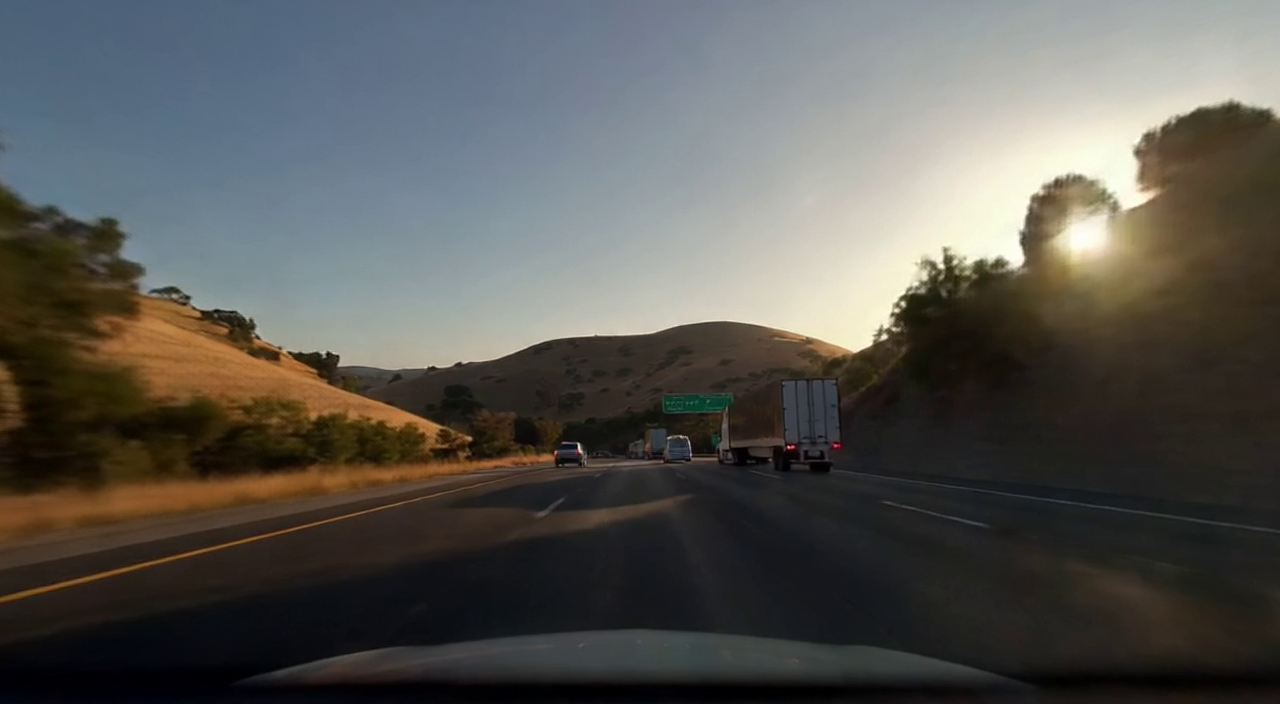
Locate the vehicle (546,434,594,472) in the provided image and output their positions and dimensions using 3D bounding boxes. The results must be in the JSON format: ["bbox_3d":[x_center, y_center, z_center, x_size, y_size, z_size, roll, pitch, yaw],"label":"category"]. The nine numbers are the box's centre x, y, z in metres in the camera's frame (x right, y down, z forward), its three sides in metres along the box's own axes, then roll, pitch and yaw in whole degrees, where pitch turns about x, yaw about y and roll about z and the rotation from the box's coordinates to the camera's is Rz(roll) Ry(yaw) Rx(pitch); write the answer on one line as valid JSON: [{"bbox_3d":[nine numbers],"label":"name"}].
[{"bbox_3d":[-3.919,5.733,36.076,2.193,1.977,4.759,0,-9,0],"label":"vehicle"}]

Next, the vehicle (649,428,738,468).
[{"bbox_3d":[3.150,5.795,38.203,5.075,2.277,2.365,0,-9,-2],"label":"vehicle"}]

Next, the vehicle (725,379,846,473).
[{"bbox_3d":[7.618,4.521,36.439,2.935,4.187,16.357,0,-9,-1],"label":"vehicle"}]
